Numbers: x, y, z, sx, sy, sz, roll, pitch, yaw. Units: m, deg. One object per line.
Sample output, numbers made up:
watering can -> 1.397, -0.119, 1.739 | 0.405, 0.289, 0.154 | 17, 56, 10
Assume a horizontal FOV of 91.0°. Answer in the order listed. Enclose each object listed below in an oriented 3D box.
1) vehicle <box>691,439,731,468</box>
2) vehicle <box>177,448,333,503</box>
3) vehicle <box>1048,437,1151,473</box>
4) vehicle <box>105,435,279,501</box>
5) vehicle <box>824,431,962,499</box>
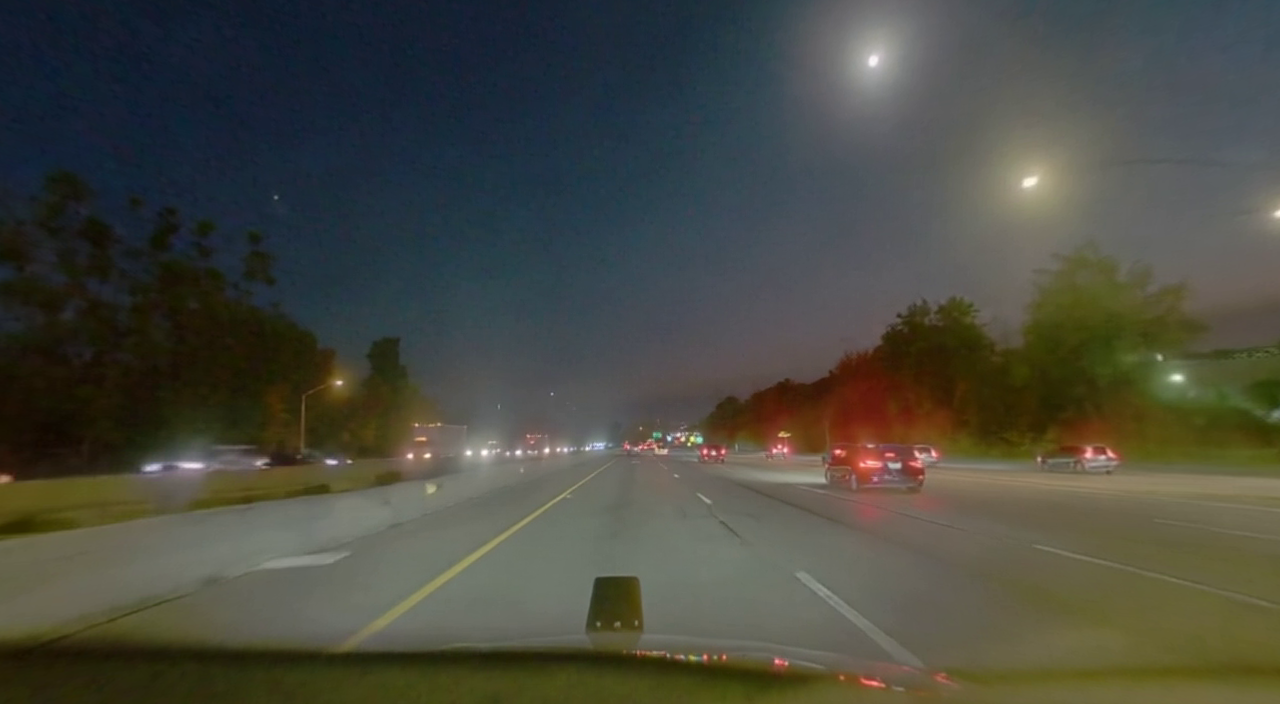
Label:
vehicle -> 4.361, 6.280, 39.259 | 2.035, 1.704, 3.867 | 0, -8, 0
vehicle -> -12.425, 3.988, 20.822 | 1.999, 1.536, 4.987 | 0, -8, 0
vehicle -> 23.117, 5.185, 31.899 | 1.887, 1.642, 4.592 | 0, -8, 3
vehicle -> -16.336, 4.213, 23.544 | 2.248, 2.130, 5.801 | 0, -8, -1
vehicle -> 6.735, 3.045, 17.346 | 1.902, 1.623, 4.360 | 0, -8, -1
